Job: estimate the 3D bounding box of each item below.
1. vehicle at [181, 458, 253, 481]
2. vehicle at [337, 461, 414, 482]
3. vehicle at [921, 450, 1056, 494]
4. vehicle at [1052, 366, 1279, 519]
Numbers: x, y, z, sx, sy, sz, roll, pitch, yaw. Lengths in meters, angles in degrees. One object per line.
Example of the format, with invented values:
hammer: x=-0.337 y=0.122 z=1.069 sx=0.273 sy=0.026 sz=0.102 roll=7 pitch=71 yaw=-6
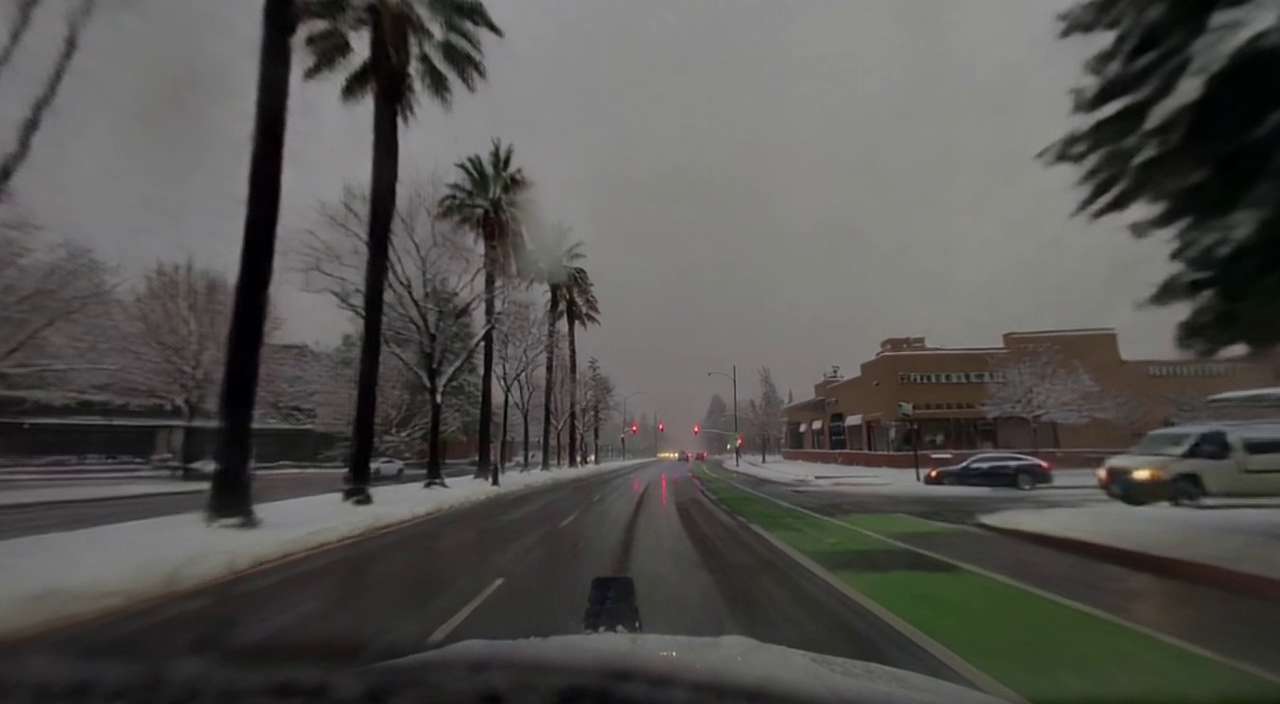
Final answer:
vehicle: x=-32.970 y=9.147 z=49.321 sx=4.171 sy=1.682 sz=1.981 roll=0 pitch=-10 yaw=3
vehicle: x=-20.451 y=9.243 z=48.938 sx=5.136 sy=1.515 sz=1.964 roll=7 pitch=-12 yaw=-35
vehicle: x=14.350 y=4.986 z=26.378 sx=4.601 sy=1.696 sz=1.977 roll=-3 pitch=-11 yaw=20
vehicle: x=14.387 y=2.169 z=14.847 sx=7.635 sy=3.131 sz=2.691 roll=1 pitch=-10 yaw=-6
